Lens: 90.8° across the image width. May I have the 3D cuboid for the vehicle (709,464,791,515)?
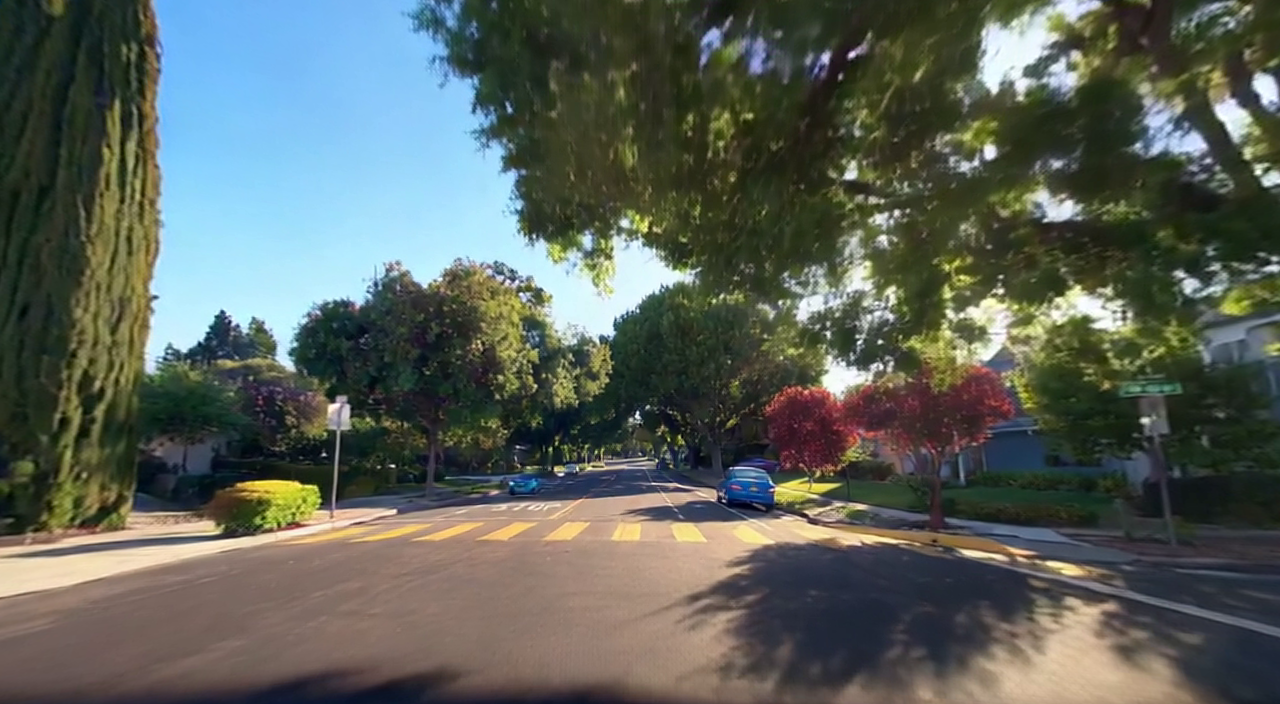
[{"bbox_3d":[3.713,4.739,22.256,1.961,1.472,4.434,0,-9,-2],"label":"vehicle"}]
